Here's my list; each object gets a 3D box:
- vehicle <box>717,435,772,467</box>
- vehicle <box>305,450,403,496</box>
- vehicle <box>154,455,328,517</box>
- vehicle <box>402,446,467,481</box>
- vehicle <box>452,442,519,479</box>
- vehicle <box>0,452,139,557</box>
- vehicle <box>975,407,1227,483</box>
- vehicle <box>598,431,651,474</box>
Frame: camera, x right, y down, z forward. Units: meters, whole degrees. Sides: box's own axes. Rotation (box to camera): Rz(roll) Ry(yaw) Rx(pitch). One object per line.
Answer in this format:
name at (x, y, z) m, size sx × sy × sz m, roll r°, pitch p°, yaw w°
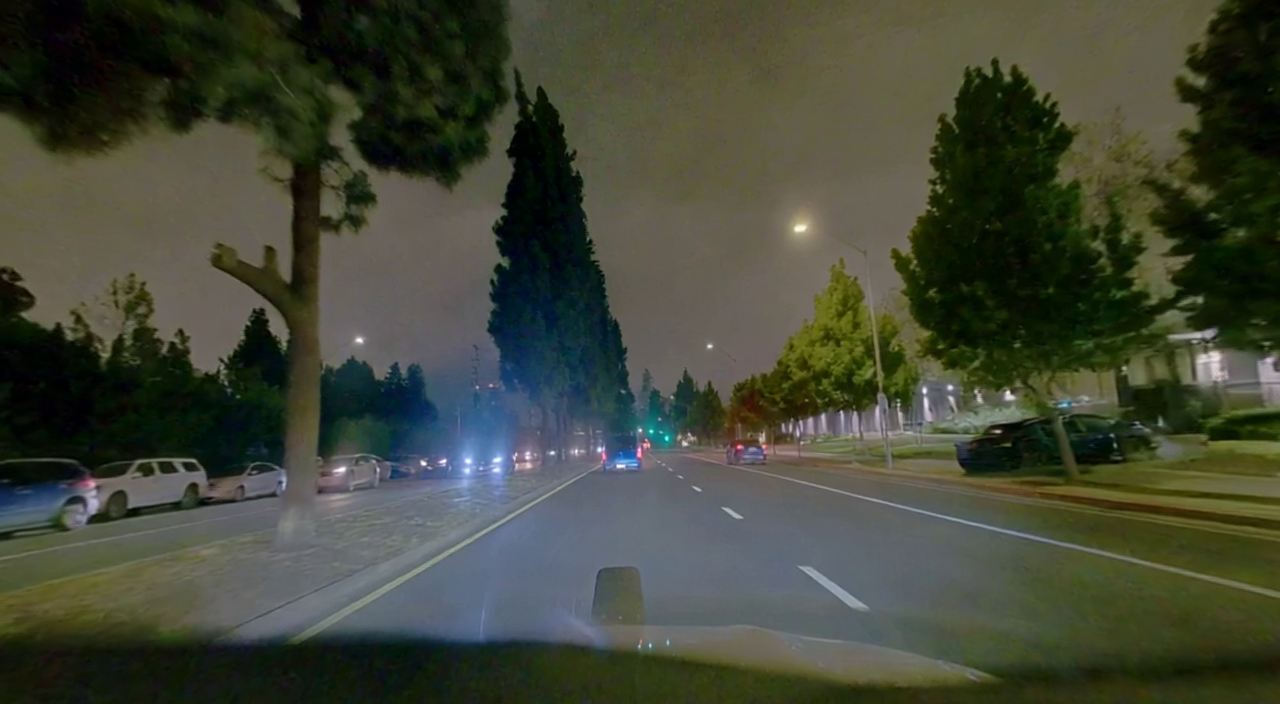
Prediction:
vehicle at (6.224, 5.998, 38.351) m, size 2.364 × 1.781 × 4.854 m, roll 0°, pitch -8°, yaw -2°
vehicle at (-11.310, 4.780, 25.356) m, size 2.025 × 1.651 × 4.097 m, roll 0°, pitch -8°, yaw 0°
vehicle at (-11.532, 3.862, 18.772) m, size 2.107 × 1.524 × 4.697 m, roll 0°, pitch -8°, yaw 0°
vehicle at (-11.389, 6.190, 35.364) m, size 2.093 × 1.816 × 4.559 m, roll 0°, pitch -8°, yaw 0°
vehicle at (-8.191, 5.793, 34.077) m, size 2.184 × 1.824 × 5.418 m, roll 0°, pitch -8°, yaw 0°
vehicle at (-11.629, 2.667, 11.238) m, size 1.944 × 1.698 × 4.329 m, roll 0°, pitch -8°, yaw -2°
vehicle at (12.169, 2.540, 17.147) m, size 4.932 × 1.738 × 2.080 m, roll -5°, pitch -8°, yaw 15°
vehicle at (-0.772, 5.022, 31.728) m, size 2.411 × 1.937 × 5.186 m, roll 0°, pitch -8°, yaw -1°
